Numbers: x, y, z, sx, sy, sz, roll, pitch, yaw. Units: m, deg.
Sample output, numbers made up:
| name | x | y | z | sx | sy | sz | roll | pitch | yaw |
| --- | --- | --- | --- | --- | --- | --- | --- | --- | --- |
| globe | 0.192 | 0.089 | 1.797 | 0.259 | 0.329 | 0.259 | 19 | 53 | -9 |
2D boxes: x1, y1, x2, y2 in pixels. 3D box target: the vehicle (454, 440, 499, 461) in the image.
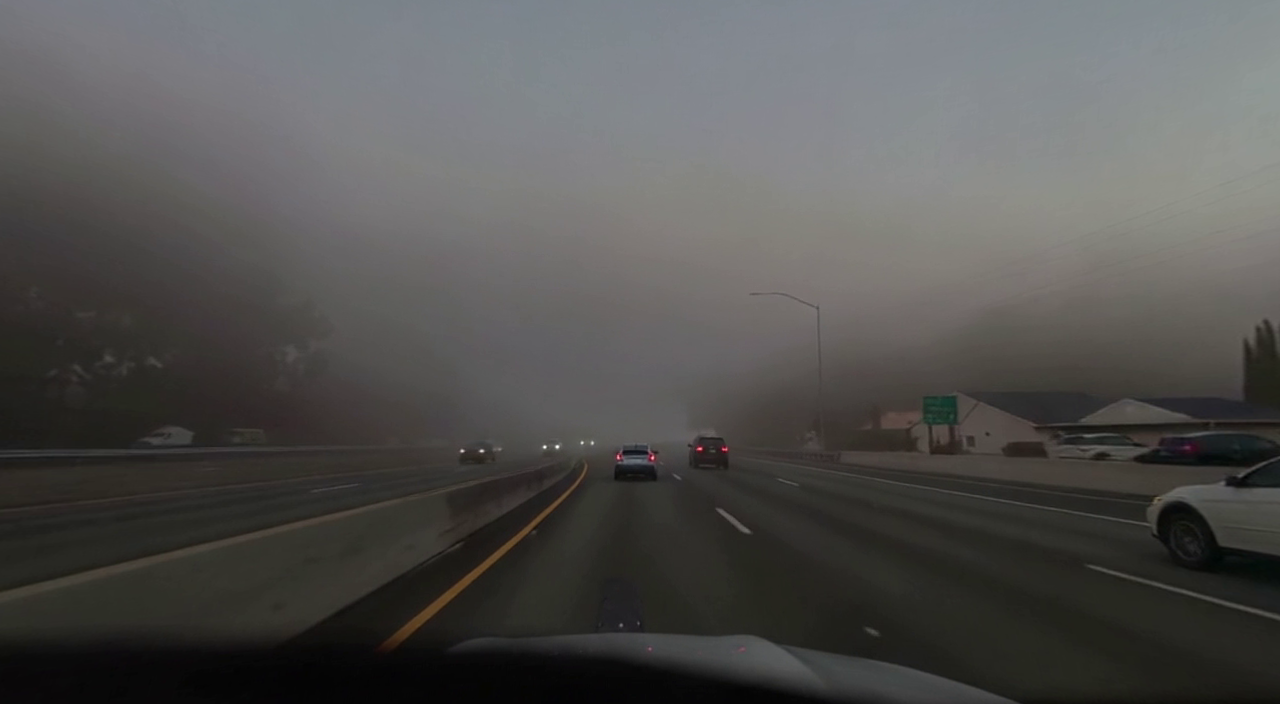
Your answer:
| name | x | y | z | sx | sy | sz | roll | pitch | yaw |
| --- | --- | --- | --- | --- | --- | --- | --- | --- | --- |
| vehicle | -12.076 | 7.315 | 47.017 | 2.042 | 1.502 | 4.626 | 0 | -9 | 1 |

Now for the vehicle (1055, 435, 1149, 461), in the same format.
| name | x | y | z | sx | sy | sz | roll | pitch | yaw |
| --- | --- | --- | --- | --- | --- | --- | --- | --- | --- |
| vehicle | 31.564 | 6.535 | 43.329 | 1.991 | 1.653 | 4.785 | 4 | -9 | -23 |

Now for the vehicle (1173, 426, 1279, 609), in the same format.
| name | x | y | z | sx | sy | sz | roll | pitch | yaw |
| --- | --- | --- | --- | --- | --- | --- | --- | --- | --- |
| vehicle | 6.403 | 1.126 | 3.684 | 2.434 | 1.467 | 4.726 | 0 | -9 | 0 |

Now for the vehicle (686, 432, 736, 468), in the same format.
| name | x | y | z | sx | sy | sz | roll | pitch | yaw |
| --- | --- | --- | --- | --- | --- | --- | --- | --- | --- |
| vehicle | 3.888 | 5.463 | 35.278 | 2.186 | 1.842 | 4.553 | 0 | -9 | -1 |

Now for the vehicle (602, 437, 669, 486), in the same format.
| name | x | y | z | sx | sy | sz | roll | pitch | yaw |
| --- | --- | --- | --- | --- | --- | --- | --- | --- | --- |
| vehicle | -0.122 | 3.616 | 21.118 | 2.040 | 1.451 | 3.736 | 0 | -9 | 1 |
